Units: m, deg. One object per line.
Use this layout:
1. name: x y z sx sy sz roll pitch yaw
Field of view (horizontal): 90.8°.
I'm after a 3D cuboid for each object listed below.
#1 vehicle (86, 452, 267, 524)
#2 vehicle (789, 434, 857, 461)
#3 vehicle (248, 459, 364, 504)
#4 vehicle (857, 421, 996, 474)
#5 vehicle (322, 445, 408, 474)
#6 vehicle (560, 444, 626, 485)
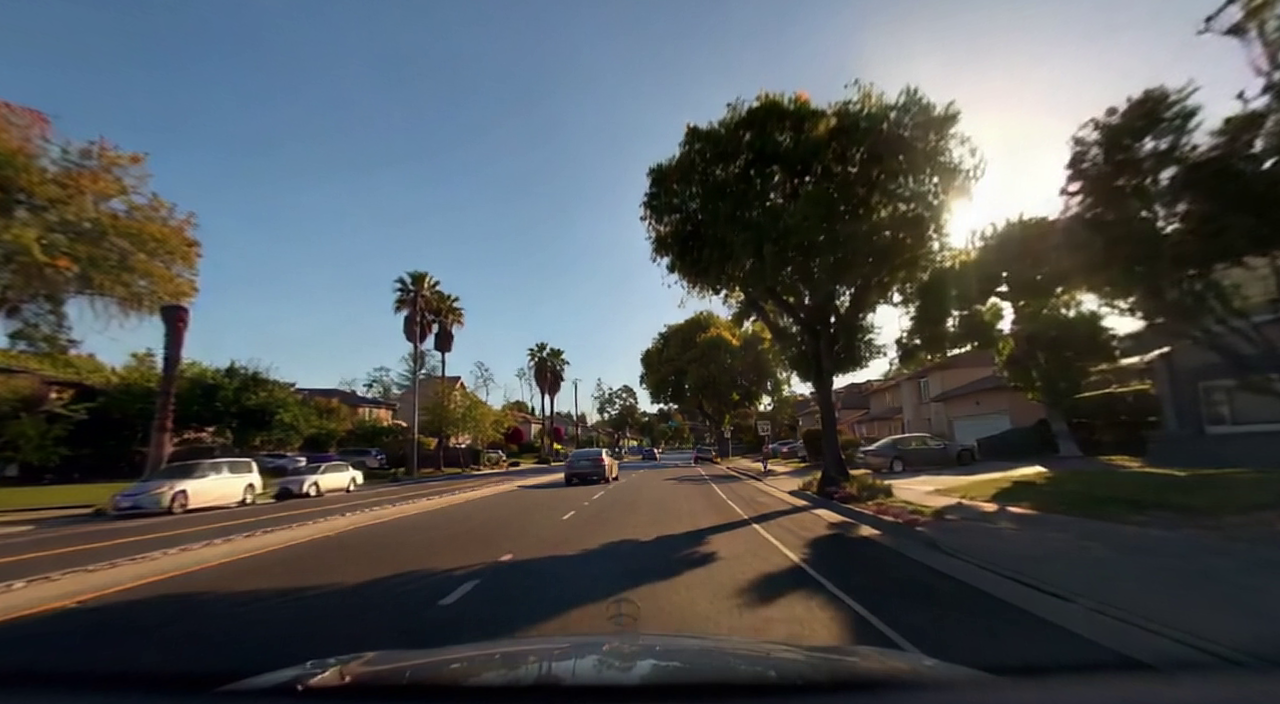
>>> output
1. vehicle: -13.623 3.970 19.007 1.895 1.802 4.454 -3 -9 3
2. vehicle: 13.464 7.017 46.429 4.531 1.864 2.037 4 -10 -26
3. vehicle: -13.013 5.056 24.982 1.995 1.482 4.448 -4 -10 3
4. vehicle: 11.511 3.927 25.690 4.549 1.672 2.008 -5 -10 3
5. vehicle: -19.211 7.497 44.282 4.942 1.932 2.247 0 -9 -1
6. vehicle: -1.756 4.443 25.243 2.035 1.474 4.284 0 -9 4
